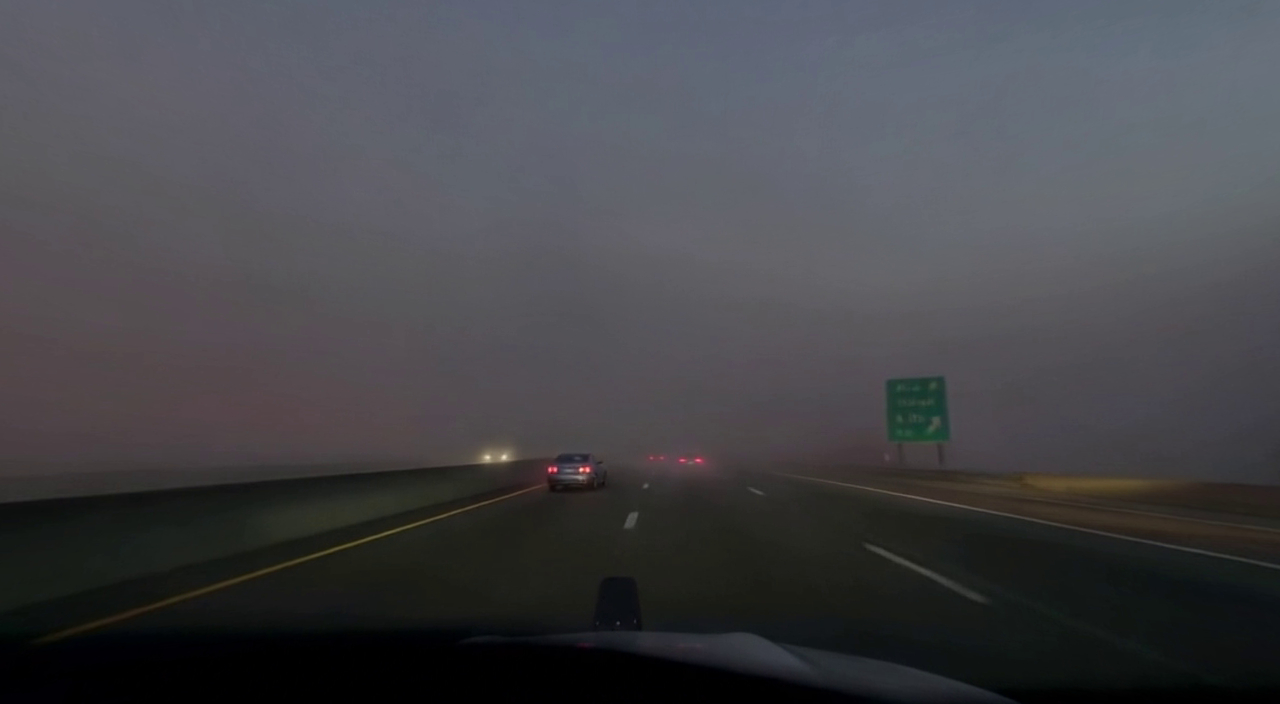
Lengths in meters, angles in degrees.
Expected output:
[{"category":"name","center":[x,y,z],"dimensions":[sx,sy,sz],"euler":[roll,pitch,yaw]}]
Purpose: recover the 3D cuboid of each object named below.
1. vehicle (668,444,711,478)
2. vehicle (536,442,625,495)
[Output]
[{"category":"vehicle","center":[2.615,5.574,32.358],"dimensions":[1.969,1.595,3.964],"euler":[-2,-9,8]},{"category":"vehicle","center":[-1.896,3.884,21.365],"dimensions":[2.084,1.594,4.219],"euler":[-2,-9,8]}]
